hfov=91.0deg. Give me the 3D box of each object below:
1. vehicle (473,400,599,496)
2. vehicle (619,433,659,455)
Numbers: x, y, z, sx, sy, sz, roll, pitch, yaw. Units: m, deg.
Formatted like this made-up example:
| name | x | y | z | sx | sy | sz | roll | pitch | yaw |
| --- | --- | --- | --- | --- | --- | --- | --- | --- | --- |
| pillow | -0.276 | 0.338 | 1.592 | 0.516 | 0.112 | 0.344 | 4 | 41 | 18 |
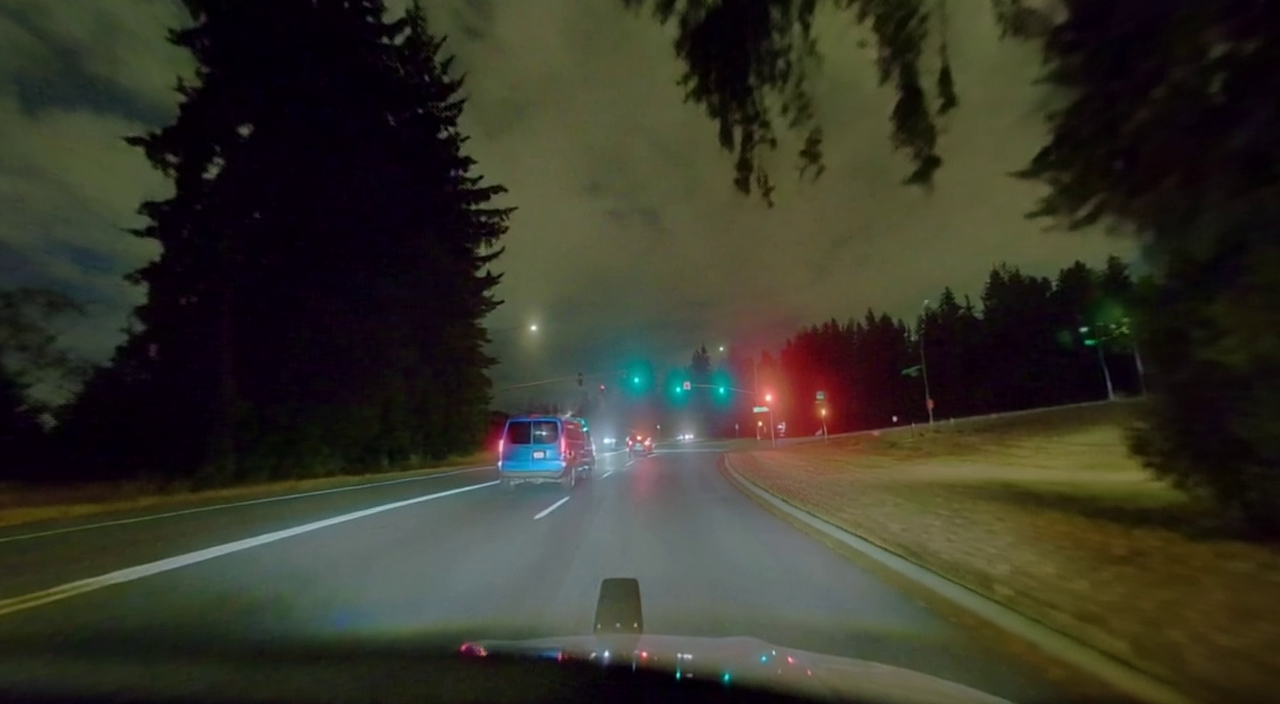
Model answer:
| name | x | y | z | sx | sy | sz | roll | pitch | yaw |
| --- | --- | --- | --- | --- | --- | --- | --- | --- | --- |
| vehicle | -2.570 | 2.595 | 17.190 | 2.362 | 2.185 | 5.212 | 0 | -8 | 2 |
| vehicle | 0.006 | 6.641 | 45.292 | 2.088 | 1.484 | 4.572 | -1 | -8 | 11 |
